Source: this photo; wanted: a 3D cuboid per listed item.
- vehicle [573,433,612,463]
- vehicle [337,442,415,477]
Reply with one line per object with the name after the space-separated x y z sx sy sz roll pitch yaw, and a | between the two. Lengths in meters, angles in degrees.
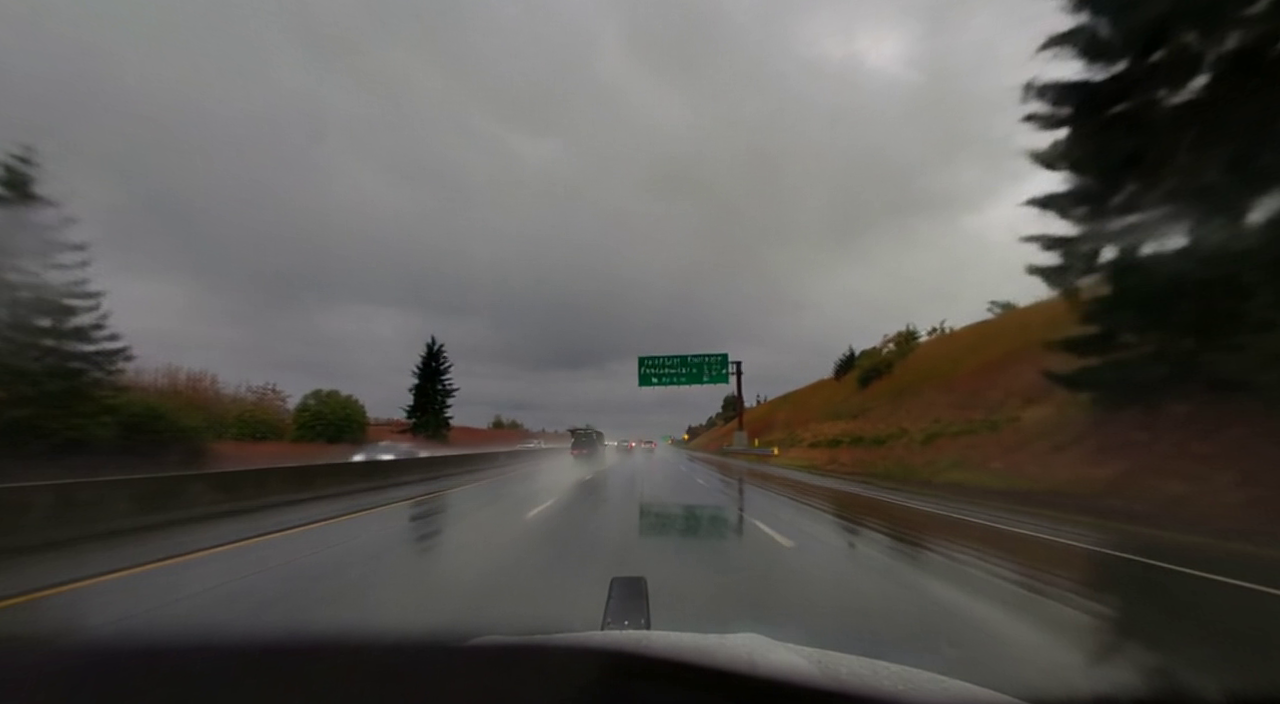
-3.234 6.669 43.819 2.286 2.011 4.452 0 -8 1 | vehicle
-12.528 5.110 30.167 1.872 1.541 4.178 0 -8 1 | vehicle
